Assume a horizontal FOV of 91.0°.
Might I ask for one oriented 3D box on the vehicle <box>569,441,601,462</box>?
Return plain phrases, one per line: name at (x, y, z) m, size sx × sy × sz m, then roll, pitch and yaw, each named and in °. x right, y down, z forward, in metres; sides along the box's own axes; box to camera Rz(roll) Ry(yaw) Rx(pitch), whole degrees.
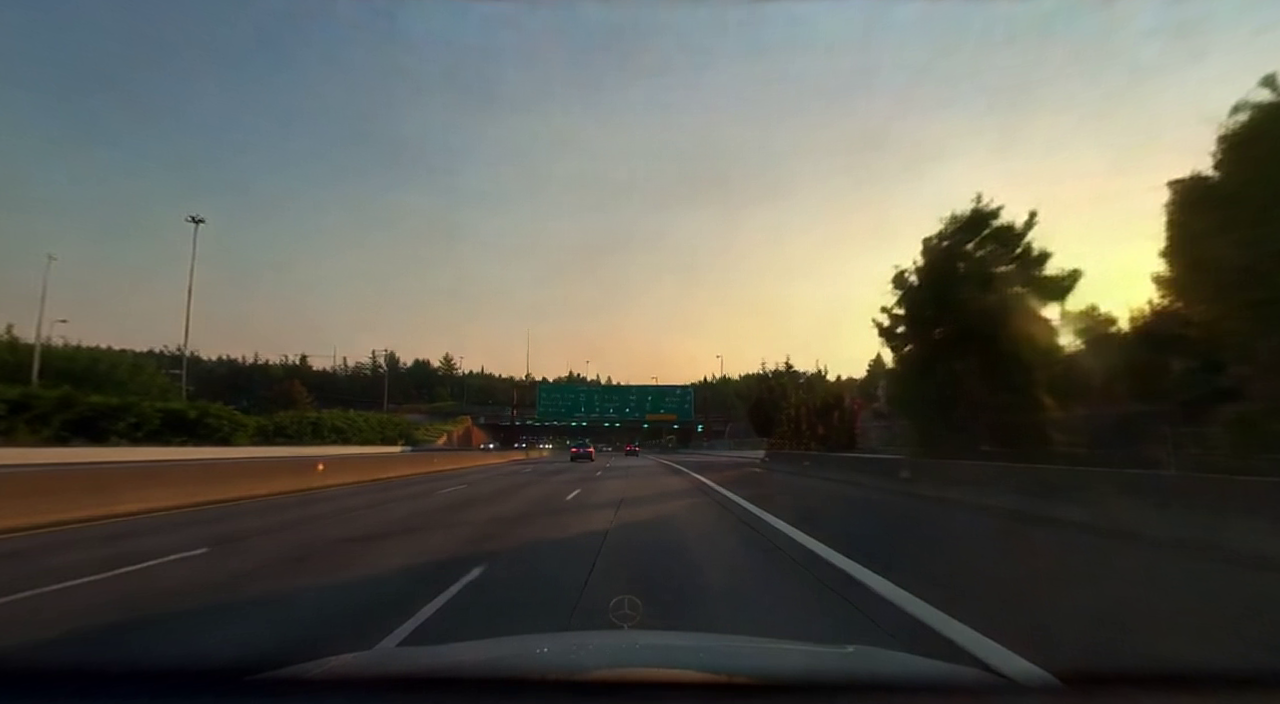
vehicle at (-4.173, 7.596, 48.371) m, size 2.211 × 1.524 × 3.651 m, roll 0°, pitch -8°, yaw -1°
